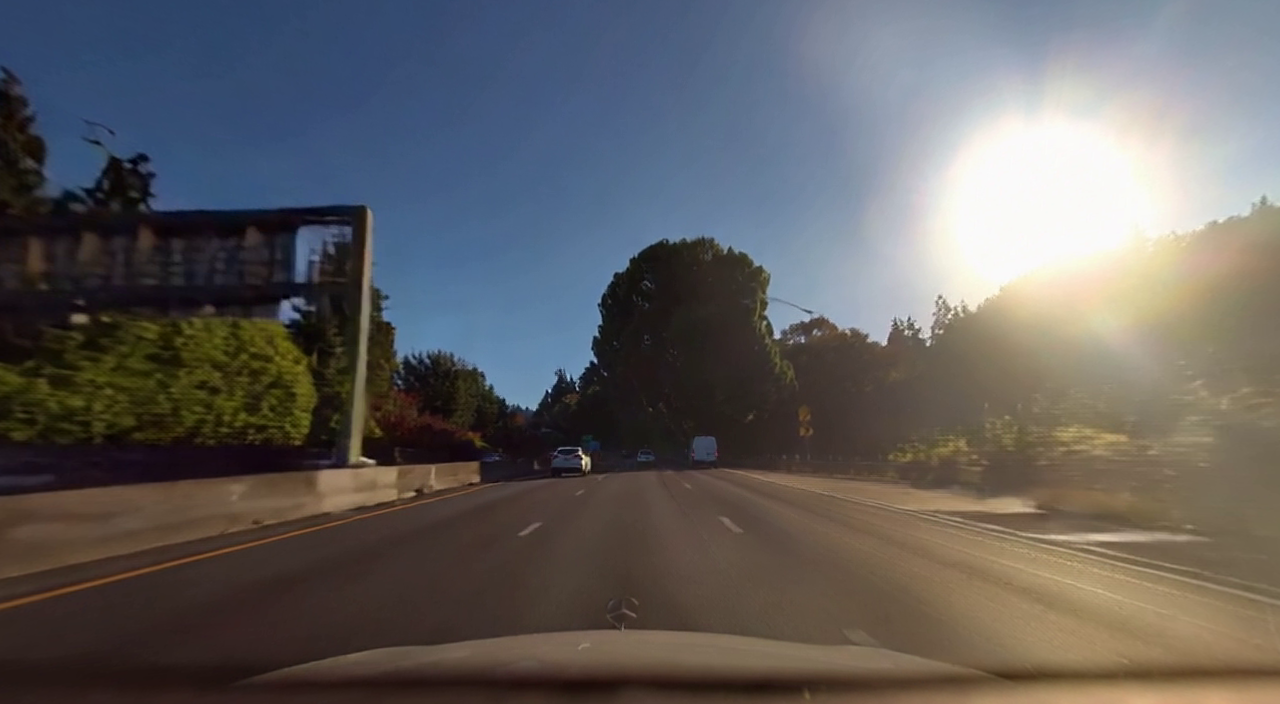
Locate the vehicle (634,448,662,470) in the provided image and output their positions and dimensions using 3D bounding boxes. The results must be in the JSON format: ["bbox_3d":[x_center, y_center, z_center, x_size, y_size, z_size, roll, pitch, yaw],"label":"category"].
[{"bbox_3d":[0.607,8.189,48.344,2.108,1.663,3.159,0,-9,1],"label":"vehicle"}]

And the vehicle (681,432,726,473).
[{"bbox_3d":[4.327,6.985,43.894,2.469,2.591,5.653,0,-9,0],"label":"vehicle"}]

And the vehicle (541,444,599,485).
[{"bbox_3d":[-2.945,4.874,27.487,1.964,1.618,4.489,0,-9,1],"label":"vehicle"}]
